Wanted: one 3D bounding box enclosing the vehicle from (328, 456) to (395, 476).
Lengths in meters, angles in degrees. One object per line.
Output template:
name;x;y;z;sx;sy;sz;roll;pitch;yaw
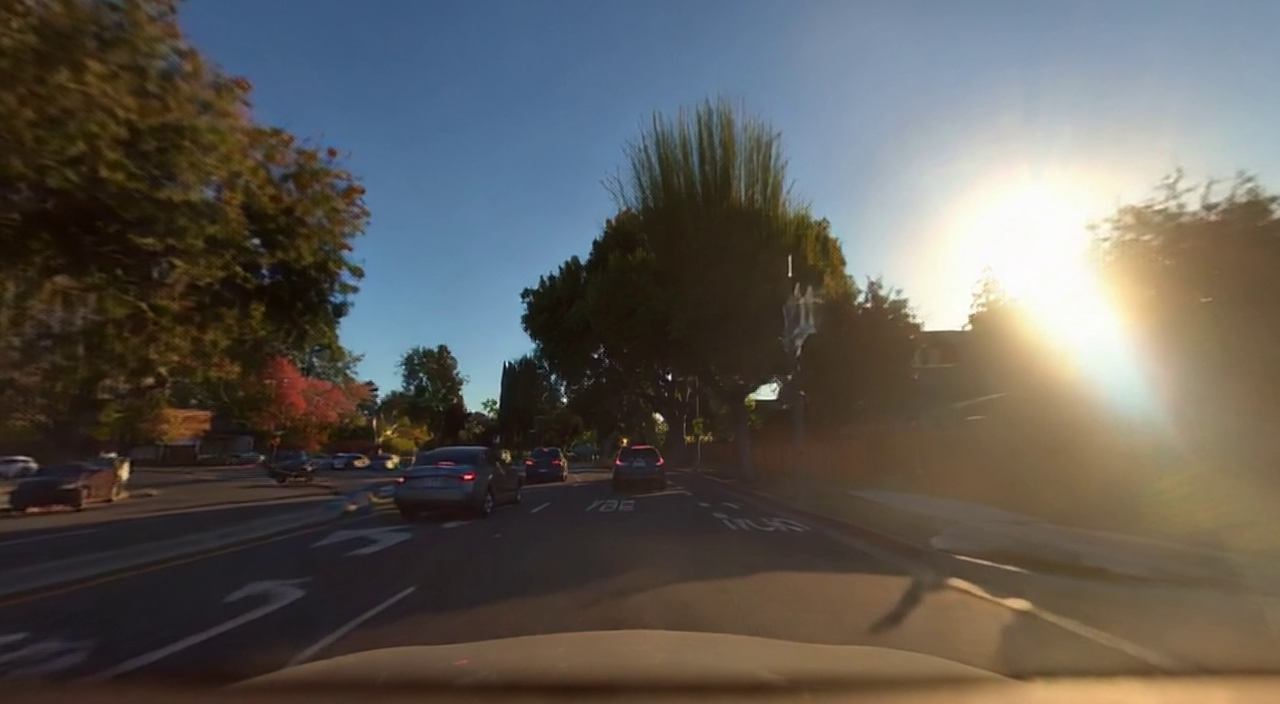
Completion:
vehicle;-21.599;8.824;48.715;4.197;1.447;2.071;-1;-9;9

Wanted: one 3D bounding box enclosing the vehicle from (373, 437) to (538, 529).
vehicle;-3.797;2.752;14.058;2.067;1.546;4.988;2;-7;1

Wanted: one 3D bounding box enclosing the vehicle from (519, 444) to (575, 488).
vehicle;-3.536;4.401;24.527;1.986;1.561;3.805;1;-9;-6

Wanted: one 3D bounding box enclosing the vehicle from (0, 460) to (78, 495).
vehicle;-32.019;6.340;31.762;4.724;1.597;2.191;2;-9;-14

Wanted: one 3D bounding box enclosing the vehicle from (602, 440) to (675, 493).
vehicle;-0.135;3.902;21.798;2.290;1.653;4.127;0;-9;-2
